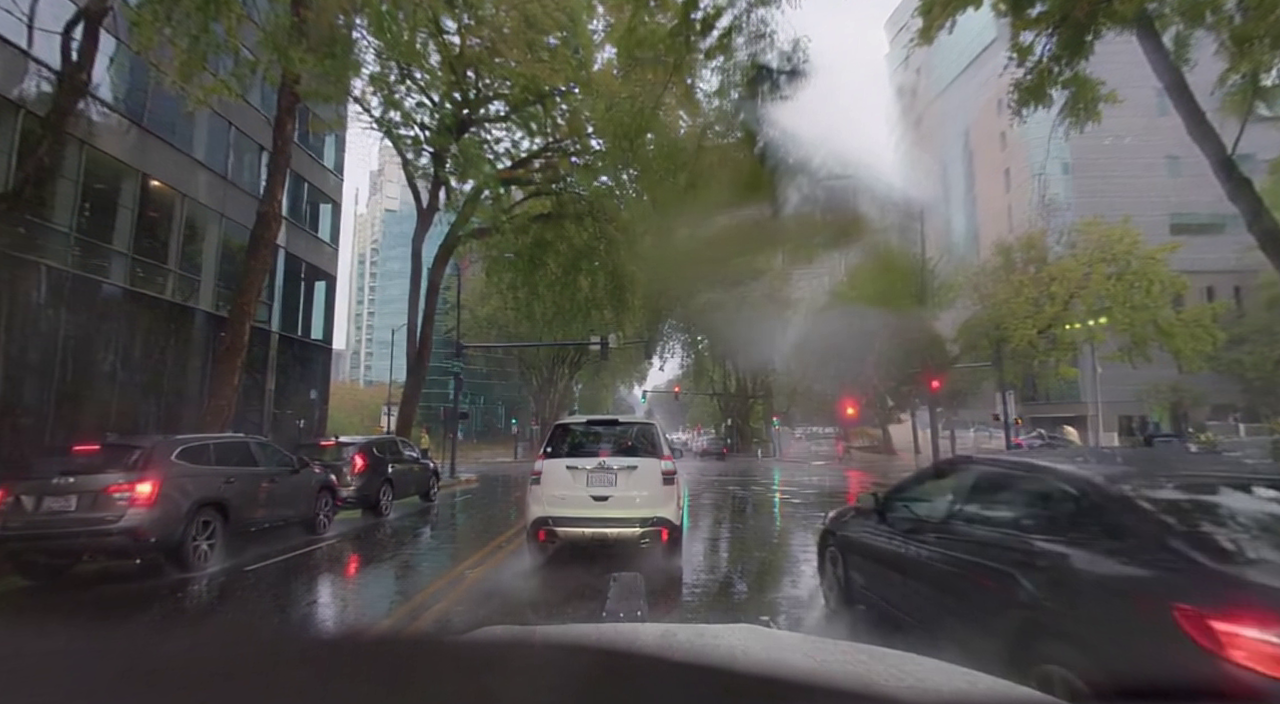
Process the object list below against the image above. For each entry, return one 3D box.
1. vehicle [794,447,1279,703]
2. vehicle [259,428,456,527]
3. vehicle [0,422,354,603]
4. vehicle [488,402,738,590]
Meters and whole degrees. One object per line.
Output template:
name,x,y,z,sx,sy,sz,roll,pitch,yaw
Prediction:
vehicle,2.567,1.351,4.368,1.882,1.354,4.749,0,-9,1
vehicle,-5.871,2.655,13.970,2.077,1.791,4.751,0,-9,1
vehicle,-5.756,1.858,8.286,1.904,1.684,4.529,0,-9,-1
vehicle,-0.227,1.606,7.784,2.258,1.687,3.934,0,-9,1
